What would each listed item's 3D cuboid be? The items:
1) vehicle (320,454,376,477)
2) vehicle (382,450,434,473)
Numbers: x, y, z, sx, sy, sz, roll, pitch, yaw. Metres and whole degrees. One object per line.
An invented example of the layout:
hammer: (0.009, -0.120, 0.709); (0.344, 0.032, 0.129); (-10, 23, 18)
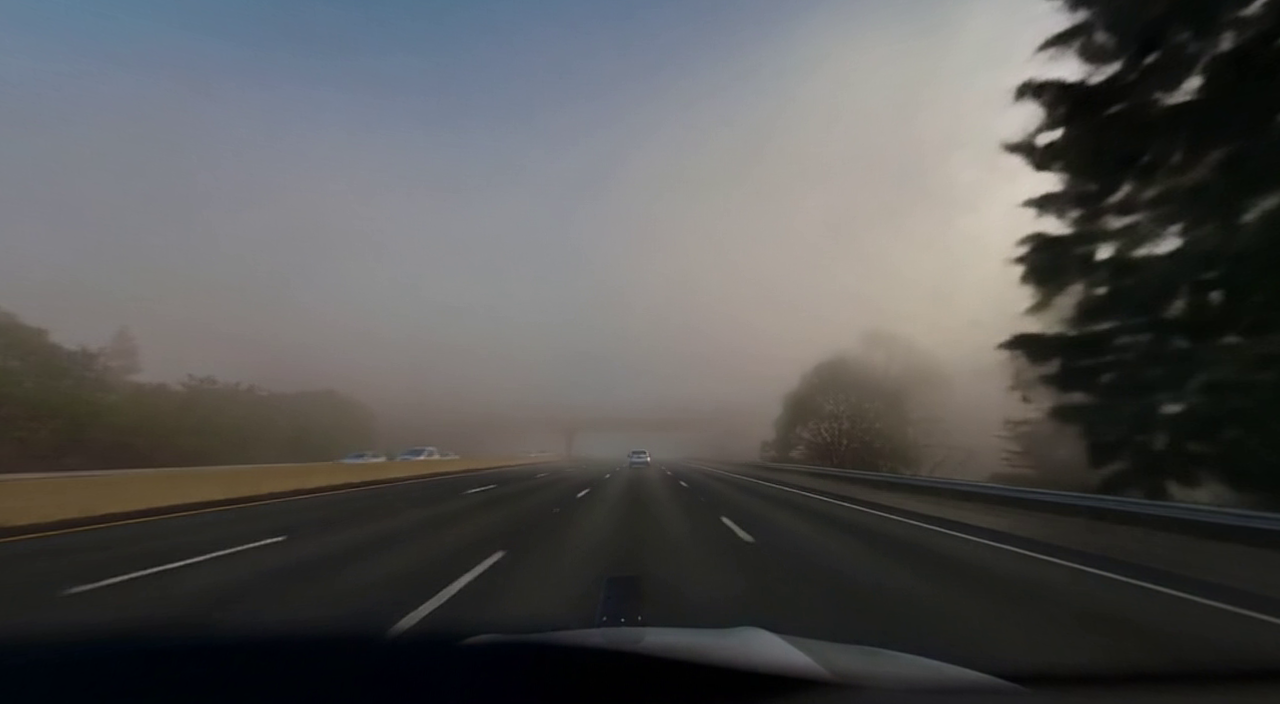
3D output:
vehicle: (-19.918, 7.740, 43.216); (1.933, 1.457, 3.889); (0, -9, 1)
vehicle: (-16.046, 7.574, 43.840); (1.829, 1.471, 4.594); (0, -9, 1)
